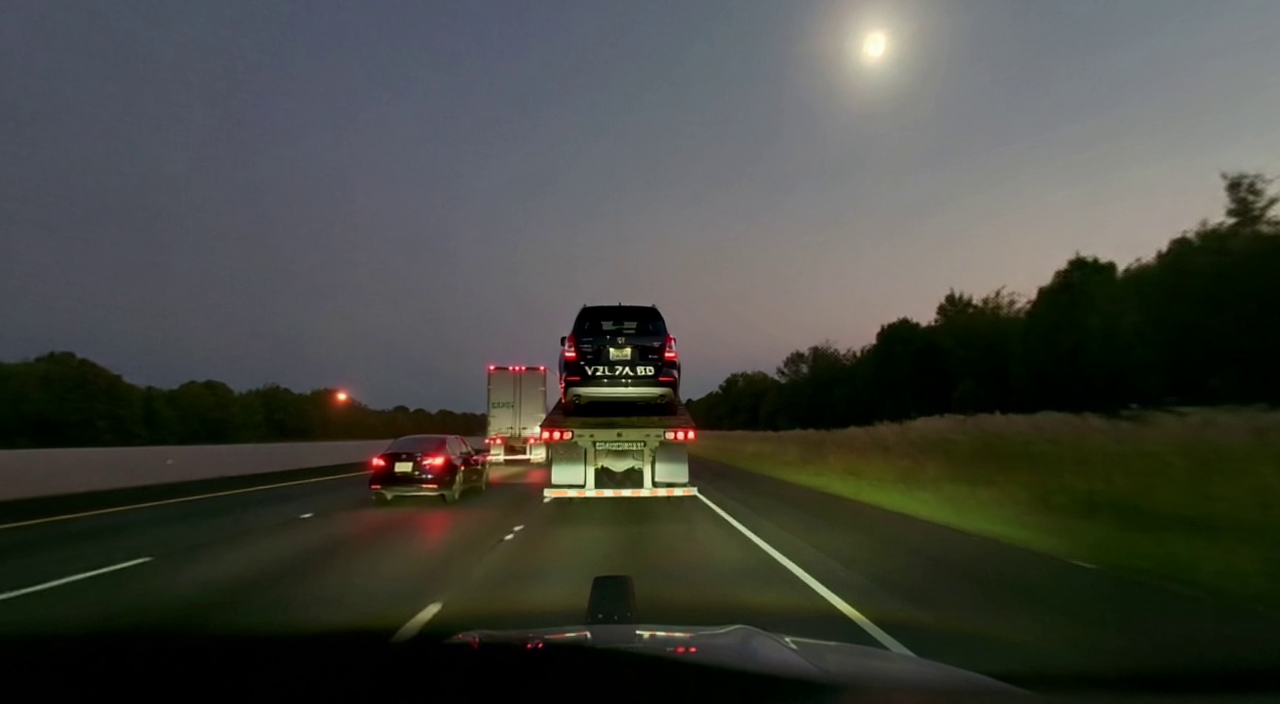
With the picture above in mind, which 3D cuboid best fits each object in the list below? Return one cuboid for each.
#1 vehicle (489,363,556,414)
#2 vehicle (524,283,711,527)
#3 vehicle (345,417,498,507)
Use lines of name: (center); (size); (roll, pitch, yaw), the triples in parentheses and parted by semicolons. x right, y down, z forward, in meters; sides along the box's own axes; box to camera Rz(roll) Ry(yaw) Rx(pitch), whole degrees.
vehicle: (-4.758, 1.611, 26.199); (2.118, 1.799, 4.591); (0, -7, -3)
vehicle: (-0.481, 1.350, 14.015); (2.738, 3.628, 9.223); (0, -7, -2)
vehicle: (-4.589, 2.351, 14.050); (1.914, 1.675, 4.331); (0, -7, -1)
